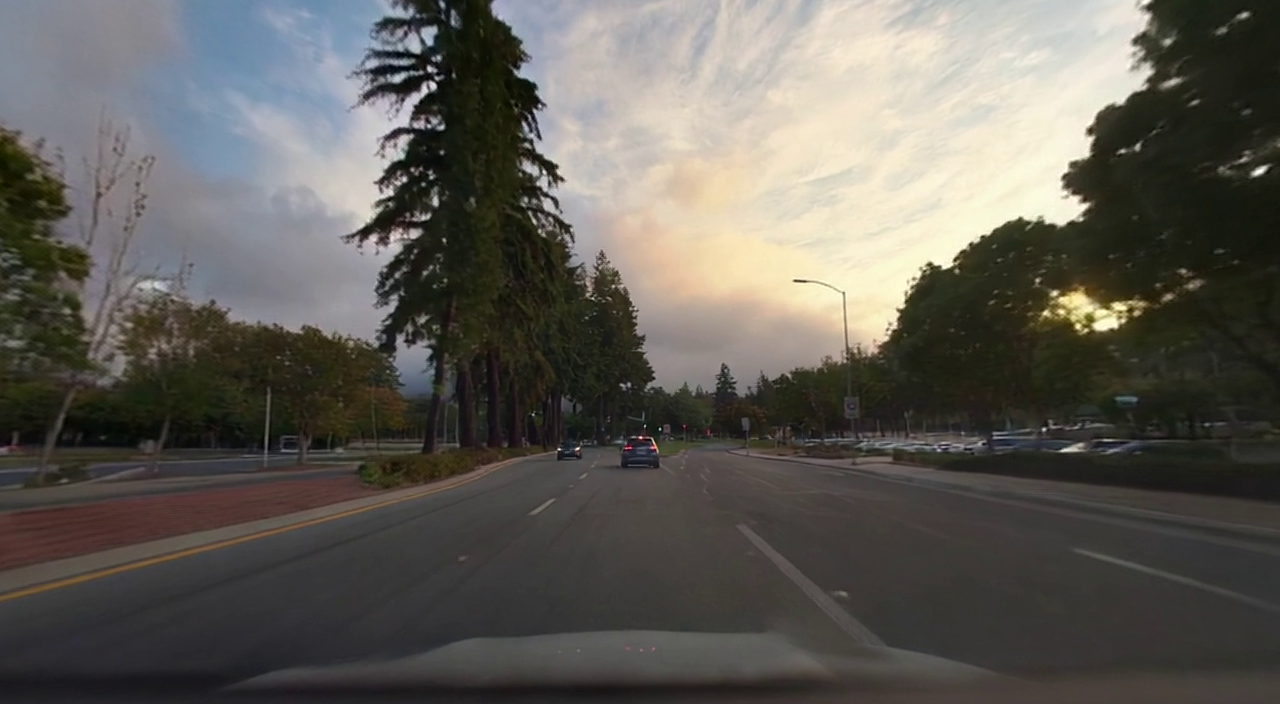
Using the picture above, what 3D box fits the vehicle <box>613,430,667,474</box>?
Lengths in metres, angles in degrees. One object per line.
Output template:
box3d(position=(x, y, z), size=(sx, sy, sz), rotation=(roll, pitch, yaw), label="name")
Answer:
box3d(position=(-0.063, 4.259, 26.973), size=(2.135, 1.691, 3.884), rotation=(0, -9, -2), label="vehicle")
